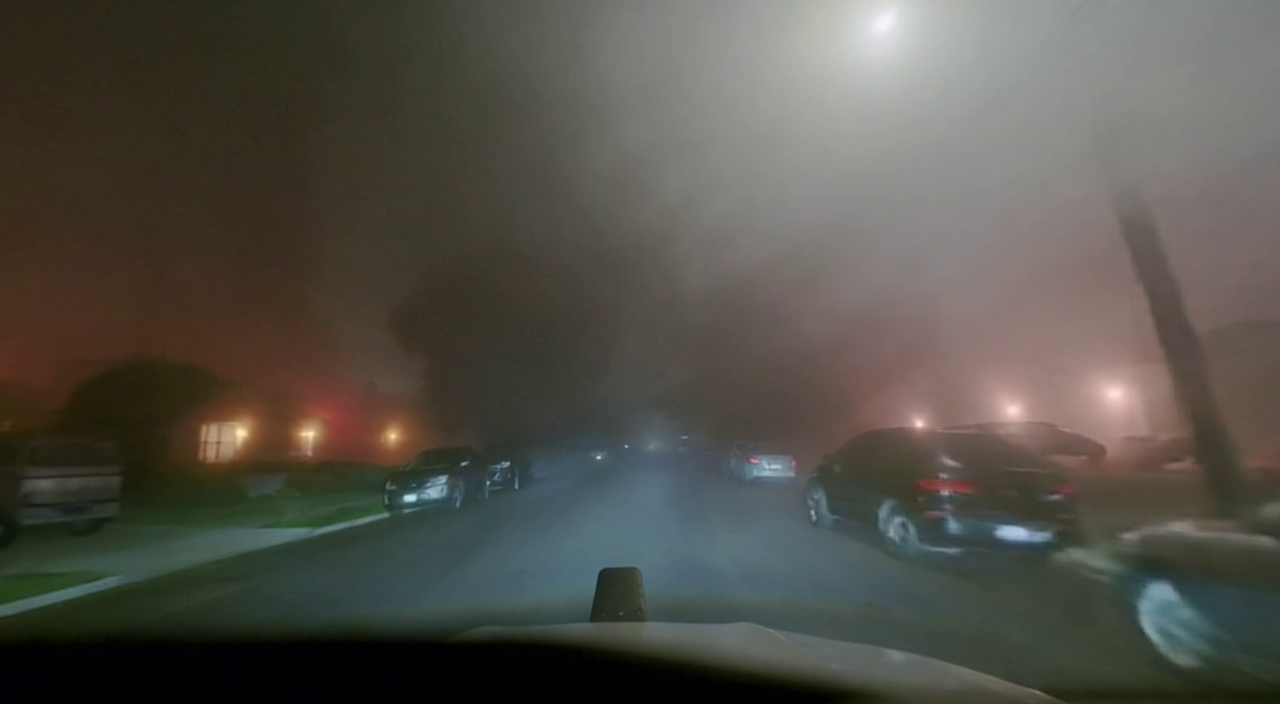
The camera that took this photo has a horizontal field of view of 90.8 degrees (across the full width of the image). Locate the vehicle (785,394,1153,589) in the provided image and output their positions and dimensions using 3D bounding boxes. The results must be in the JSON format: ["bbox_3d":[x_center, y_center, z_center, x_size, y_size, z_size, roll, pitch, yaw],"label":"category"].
[{"bbox_3d":[3.723,1.717,8.718,2.122,1.809,5.421,0,-9,0],"label":"vehicle"}]

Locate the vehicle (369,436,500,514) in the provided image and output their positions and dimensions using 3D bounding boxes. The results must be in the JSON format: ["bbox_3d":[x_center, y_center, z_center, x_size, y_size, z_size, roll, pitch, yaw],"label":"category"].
[{"bbox_3d":[-5.535,3.366,17.672,2.118,1.753,4.377,-4,-9,1],"label":"vehicle"}]

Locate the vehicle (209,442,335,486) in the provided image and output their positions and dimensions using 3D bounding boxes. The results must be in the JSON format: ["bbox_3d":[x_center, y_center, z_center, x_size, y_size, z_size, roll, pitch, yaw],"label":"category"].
[{"bbox_3d":[-18.119,5.520,31.310,4.832,2.033,2.045,0,-9,-5],"label":"vehicle"}]

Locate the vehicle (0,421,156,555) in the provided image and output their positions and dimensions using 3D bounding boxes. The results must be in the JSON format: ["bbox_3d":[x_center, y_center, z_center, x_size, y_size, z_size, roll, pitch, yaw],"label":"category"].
[{"bbox_3d":[-12.647,2.433,11.768,5.096,2.213,2.354,1,-10,-2],"label":"vehicle"}]

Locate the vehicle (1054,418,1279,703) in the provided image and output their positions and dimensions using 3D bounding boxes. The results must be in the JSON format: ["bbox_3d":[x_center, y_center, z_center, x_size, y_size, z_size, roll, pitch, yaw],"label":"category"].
[{"bbox_3d":[3.953,0.926,2.272,1.848,1.436,4.582,0,-9,1],"label":"vehicle"}]

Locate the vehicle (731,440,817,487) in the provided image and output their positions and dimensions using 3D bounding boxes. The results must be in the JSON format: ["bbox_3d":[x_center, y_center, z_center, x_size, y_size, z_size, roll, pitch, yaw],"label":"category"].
[{"bbox_3d":[4.641,3.955,22.749,2.090,1.489,4.952,0,-9,1],"label":"vehicle"}]

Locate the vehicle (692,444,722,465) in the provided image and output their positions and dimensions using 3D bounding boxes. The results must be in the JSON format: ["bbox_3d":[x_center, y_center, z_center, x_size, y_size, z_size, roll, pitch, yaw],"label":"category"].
[{"bbox_3d":[5.115,7.914,48.975,1.906,1.503,4.498,0,-9,1],"label":"vehicle"}]
